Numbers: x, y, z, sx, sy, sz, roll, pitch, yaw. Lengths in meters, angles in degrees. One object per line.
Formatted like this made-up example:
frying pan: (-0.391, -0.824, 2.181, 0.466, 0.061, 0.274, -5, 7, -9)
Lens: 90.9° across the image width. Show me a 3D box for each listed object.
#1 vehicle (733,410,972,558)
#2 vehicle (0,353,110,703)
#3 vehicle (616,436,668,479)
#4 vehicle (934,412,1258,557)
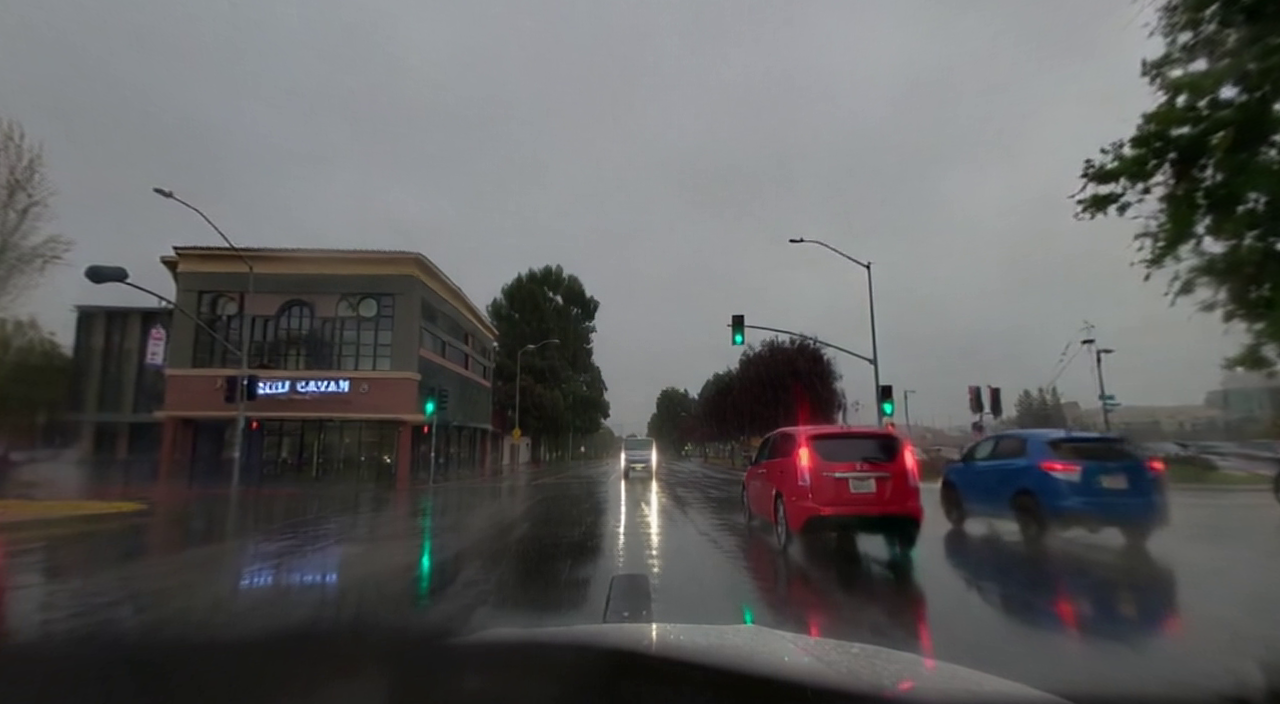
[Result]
vehicle: (2.877, 1.914, 9.914, 2.048, 1.725, 4.754, 0, -8, 0)
vehicle: (-3.602, 0.613, 0.937, 1.961, 1.658, 4.064, -1, -8, 2)
vehicle: (-0.001, 5.262, 31.779, 2.390, 1.948, 5.344, 0, -8, -2)
vehicle: (6.342, 1.862, 9.529, 1.792, 1.682, 4.089, 0, -8, 0)
